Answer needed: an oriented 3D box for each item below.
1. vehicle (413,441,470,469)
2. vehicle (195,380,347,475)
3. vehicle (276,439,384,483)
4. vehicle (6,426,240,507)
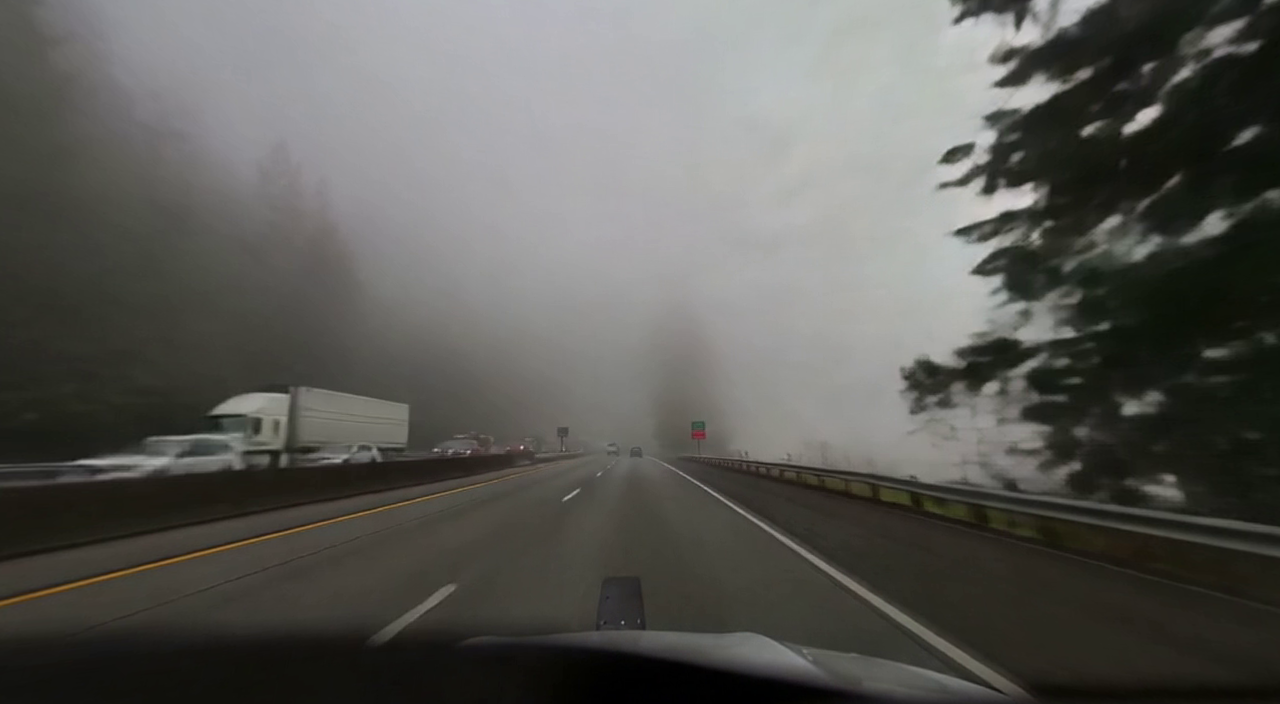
[{"bbox_3d":[-12.661,6.601,40.512,1.919,1.636,5.221,0,-9,0],"label":"vehicle"},{"bbox_3d":[-17.260,3.719,30.186,3.168,4.049,6.561,0,-9,-1],"label":"vehicle"},{"bbox_3d":[-12.315,4.353,25.406,1.995,1.557,4.654,0,-9,0],"label":"vehicle"},{"bbox_3d":[-12.644,2.829,15.930,1.932,1.742,4.577,0,-9,1],"label":"vehicle"}]
